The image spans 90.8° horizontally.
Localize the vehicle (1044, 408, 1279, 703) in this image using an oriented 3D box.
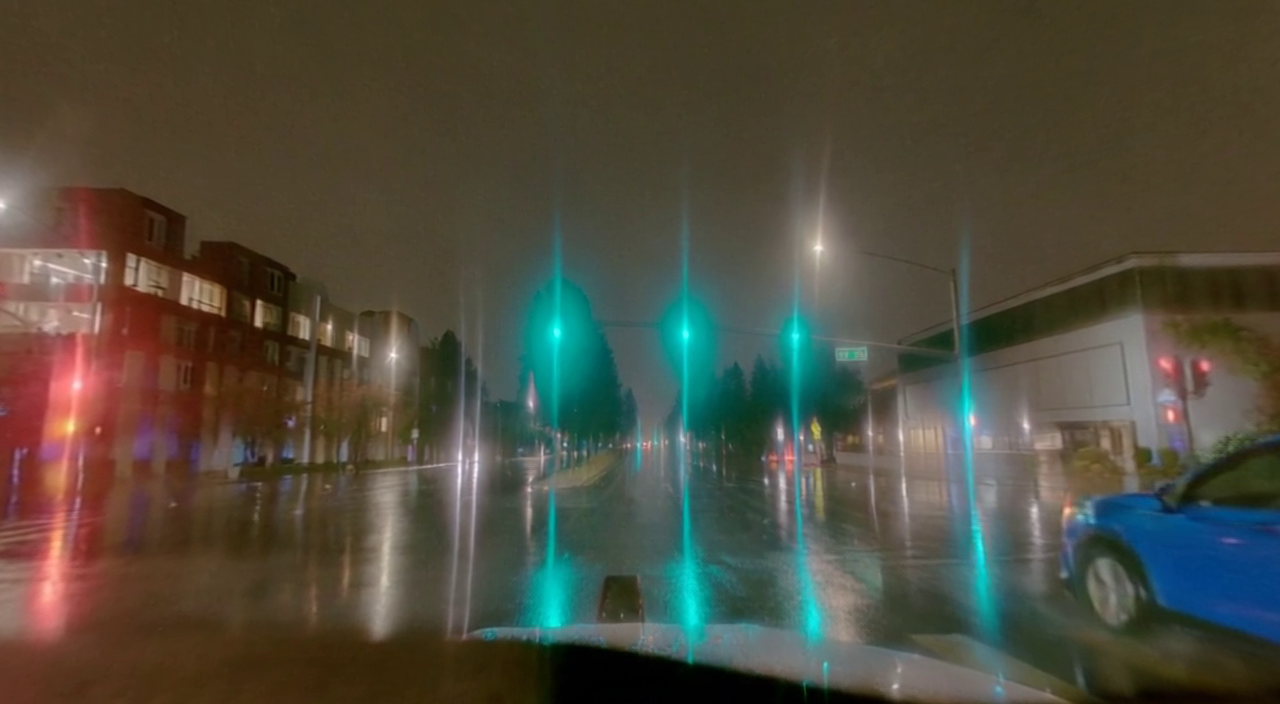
[{"bbox_3d":[3.013,0.731,0.758,2.015,1.455,4.615,0,-8,0],"label":"vehicle"}]
